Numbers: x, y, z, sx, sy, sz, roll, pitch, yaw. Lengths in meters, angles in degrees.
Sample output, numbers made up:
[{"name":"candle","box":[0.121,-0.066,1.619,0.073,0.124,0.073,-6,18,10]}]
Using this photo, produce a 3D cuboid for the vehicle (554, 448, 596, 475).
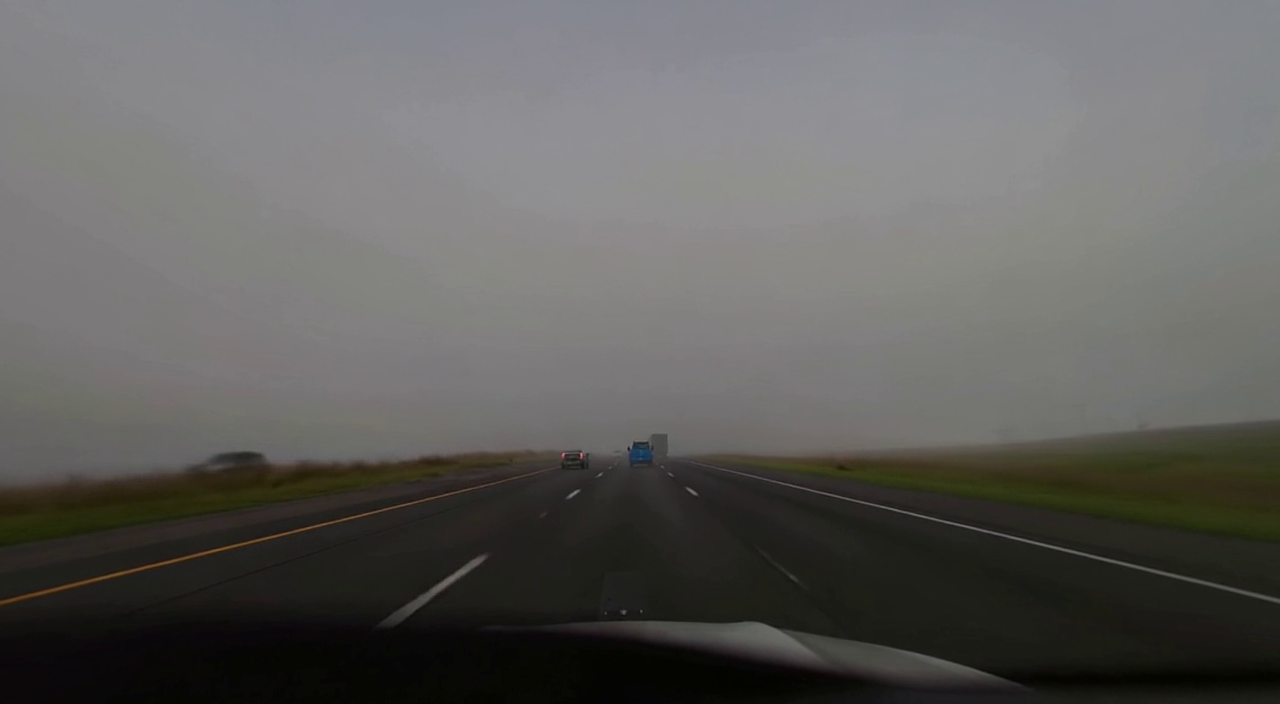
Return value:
[{"name":"vehicle","box":[-3.752,6.392,37.030,1.984,1.491,4.341,0,-9,1]}]

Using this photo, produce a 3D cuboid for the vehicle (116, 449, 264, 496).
[{"name":"vehicle","box":[-18.745,5.017,26.720,2.110,1.747,5.663,0,-9,-1]}]

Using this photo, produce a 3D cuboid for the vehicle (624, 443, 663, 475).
[{"name":"vehicle","box":[0.189,6.118,36.192,2.083,1.689,4.083,0,-9,0]}]
